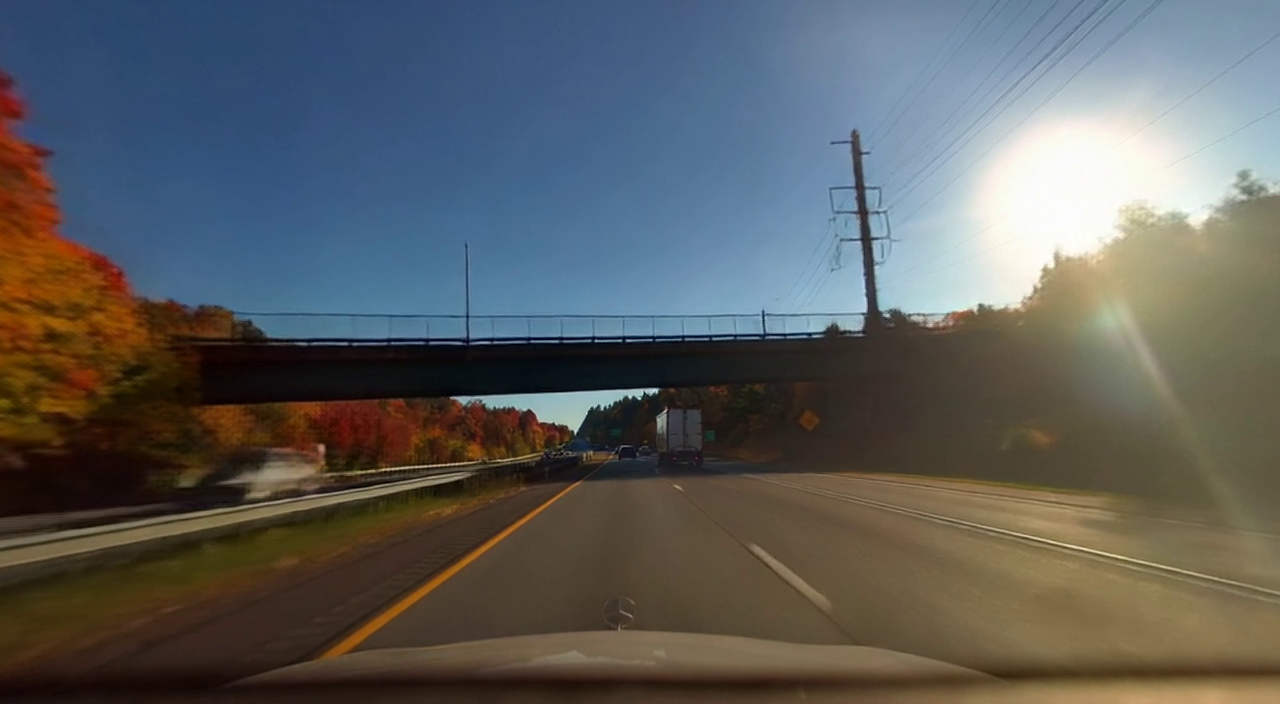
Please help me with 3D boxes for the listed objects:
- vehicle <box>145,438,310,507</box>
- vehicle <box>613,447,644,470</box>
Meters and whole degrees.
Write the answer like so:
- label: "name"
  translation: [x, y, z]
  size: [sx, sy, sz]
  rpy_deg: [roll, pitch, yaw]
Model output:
- label: "vehicle"
  translation: [-13.433, 3.931, 20.917]
  size: [2.127, 1.971, 4.852]
  rpy_deg: [0, -9, 0]
- label: "vehicle"
  translation: [-0.771, 7.164, 42.290]
  size: [1.961, 1.454, 3.755]
  rpy_deg: [0, -9, -1]
